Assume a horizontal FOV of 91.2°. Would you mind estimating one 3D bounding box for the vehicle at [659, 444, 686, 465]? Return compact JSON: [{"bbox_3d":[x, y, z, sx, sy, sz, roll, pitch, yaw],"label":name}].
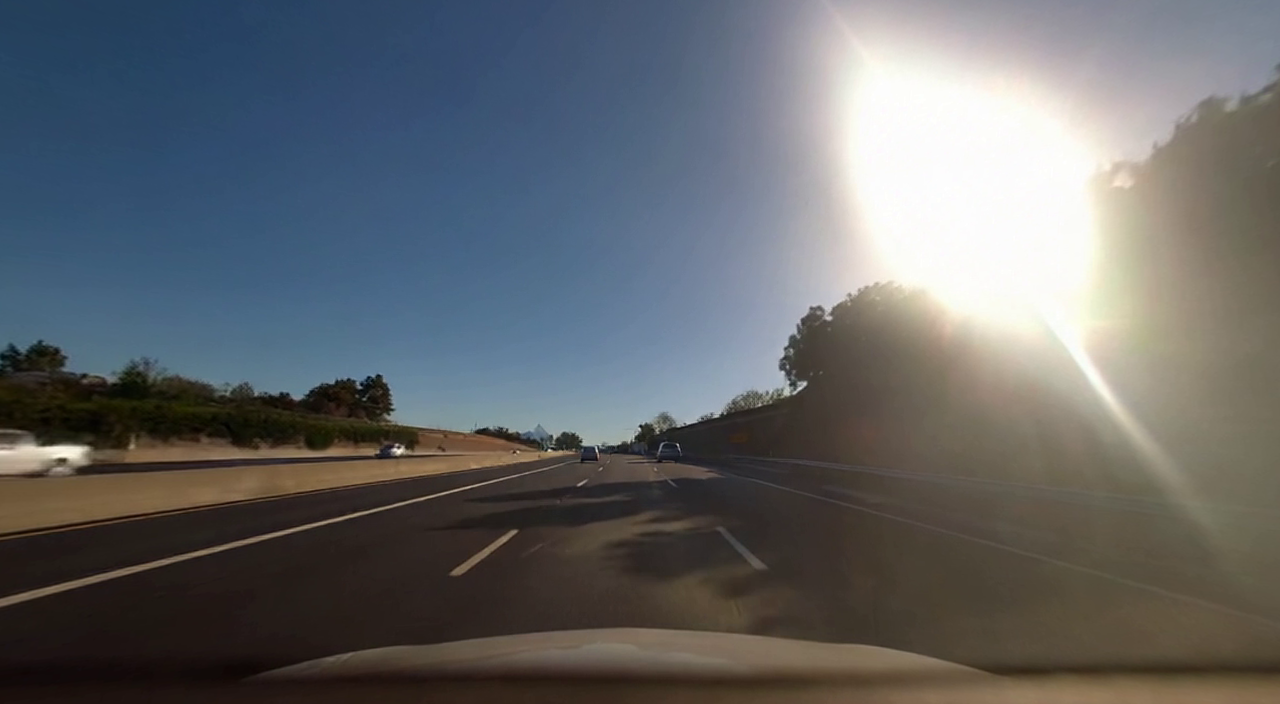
[{"bbox_3d":[2.469,7.991,48.948,1.895,1.555,4.030,0,-9,0],"label":"vehicle"}]
